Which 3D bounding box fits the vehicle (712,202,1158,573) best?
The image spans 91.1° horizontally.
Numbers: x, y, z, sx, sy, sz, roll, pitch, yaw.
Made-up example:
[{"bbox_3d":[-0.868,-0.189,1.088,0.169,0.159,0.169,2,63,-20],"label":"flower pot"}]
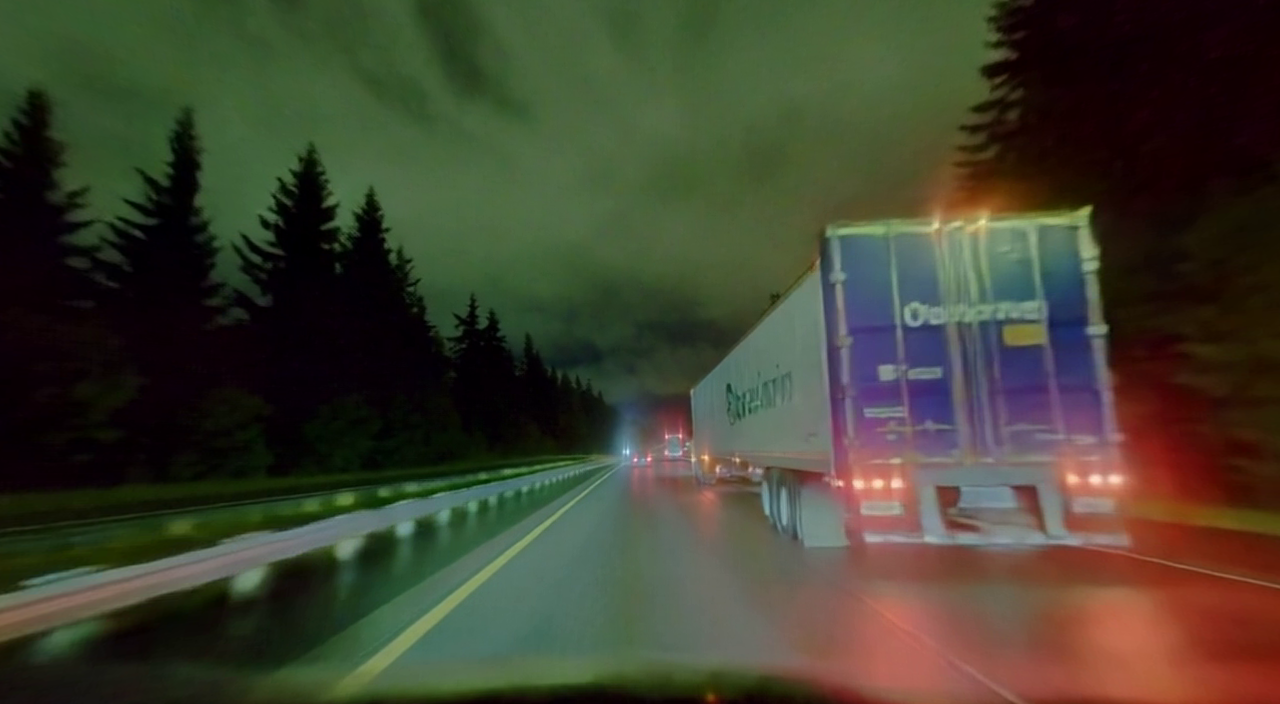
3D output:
[{"bbox_3d":[3.791,1.183,12.587,3.440,4.090,11.380,-1,-9,1],"label":"vehicle"}]
